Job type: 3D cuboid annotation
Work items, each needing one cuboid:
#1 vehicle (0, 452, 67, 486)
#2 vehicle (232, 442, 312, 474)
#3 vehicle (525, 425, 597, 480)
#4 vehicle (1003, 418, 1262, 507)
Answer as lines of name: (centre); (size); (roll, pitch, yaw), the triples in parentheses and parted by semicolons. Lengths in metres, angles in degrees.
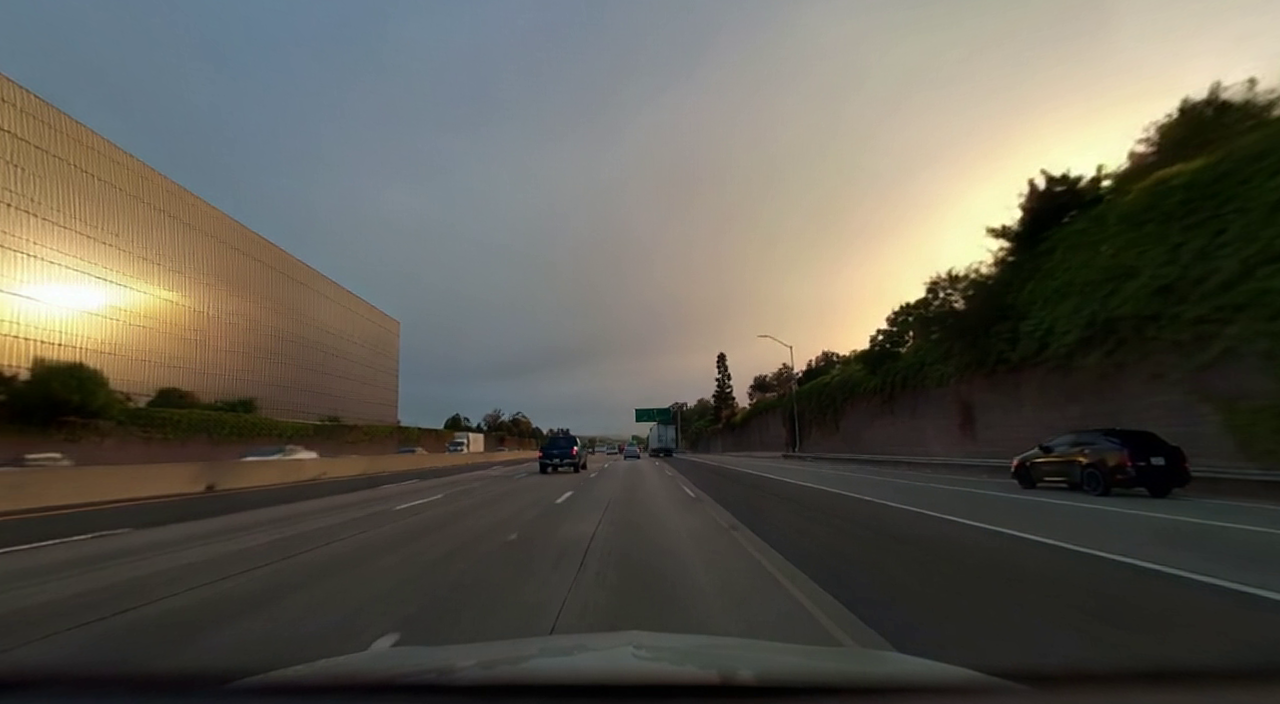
vehicle: (-29.727, 5.491, 29.781); (1.790, 1.483, 3.899); (0, -9, -2)
vehicle: (-17.412, 5.034, 30.090); (1.676, 1.434, 3.575); (0, -9, 0)
vehicle: (-3.174, 4.225, 26.633); (2.284, 2.022, 5.752); (0, -9, 0)
vehicle: (11.449, 2.629, 15.365); (2.089, 1.787, 5.080); (0, -9, -1)
